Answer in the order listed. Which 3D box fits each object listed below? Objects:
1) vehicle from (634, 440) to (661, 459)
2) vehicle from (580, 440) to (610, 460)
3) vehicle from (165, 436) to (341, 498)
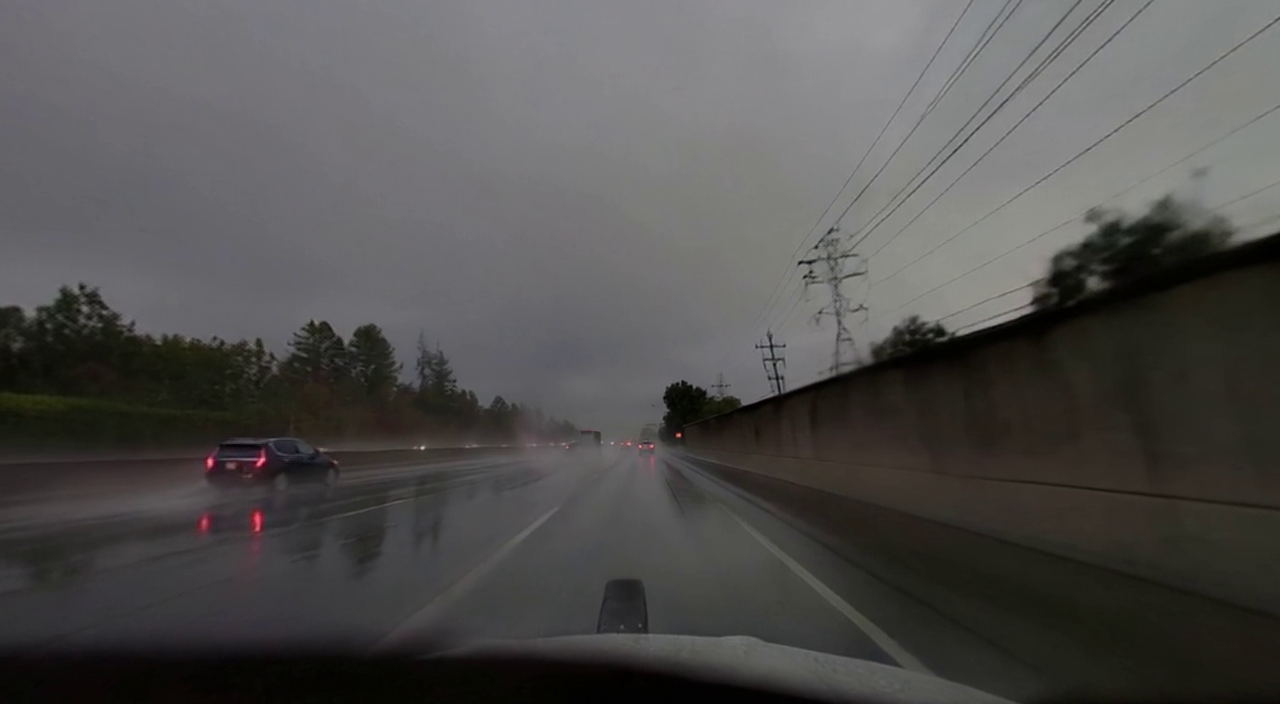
[{"bbox_3d":[0.574,7.751,49.974,2.057,1.453,3.926,0,-8,0],"label":"vehicle"},{"bbox_3d":[-3.517,7.660,49.327,2.046,1.478,4.111,0,-8,0],"label":"vehicle"},{"bbox_3d":[-10.666,3.176,17.842,1.955,1.496,4.732,0,-8,1],"label":"vehicle"}]
